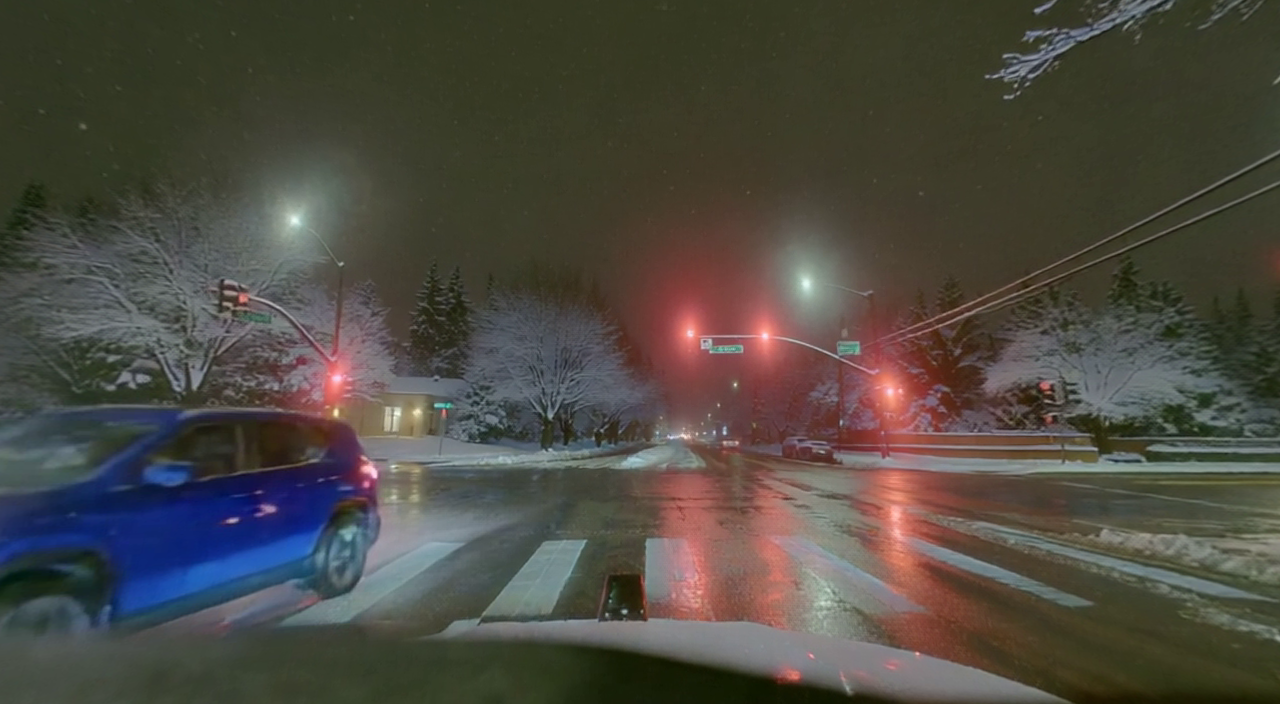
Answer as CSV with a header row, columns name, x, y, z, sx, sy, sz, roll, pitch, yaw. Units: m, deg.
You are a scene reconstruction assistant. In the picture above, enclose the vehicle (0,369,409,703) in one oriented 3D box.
name,x,y,z,sx,sy,sz,roll,pitch,yaw
vehicle,-3.872,1.195,4.491,2.134,1.768,4.580,-1,-8,9
